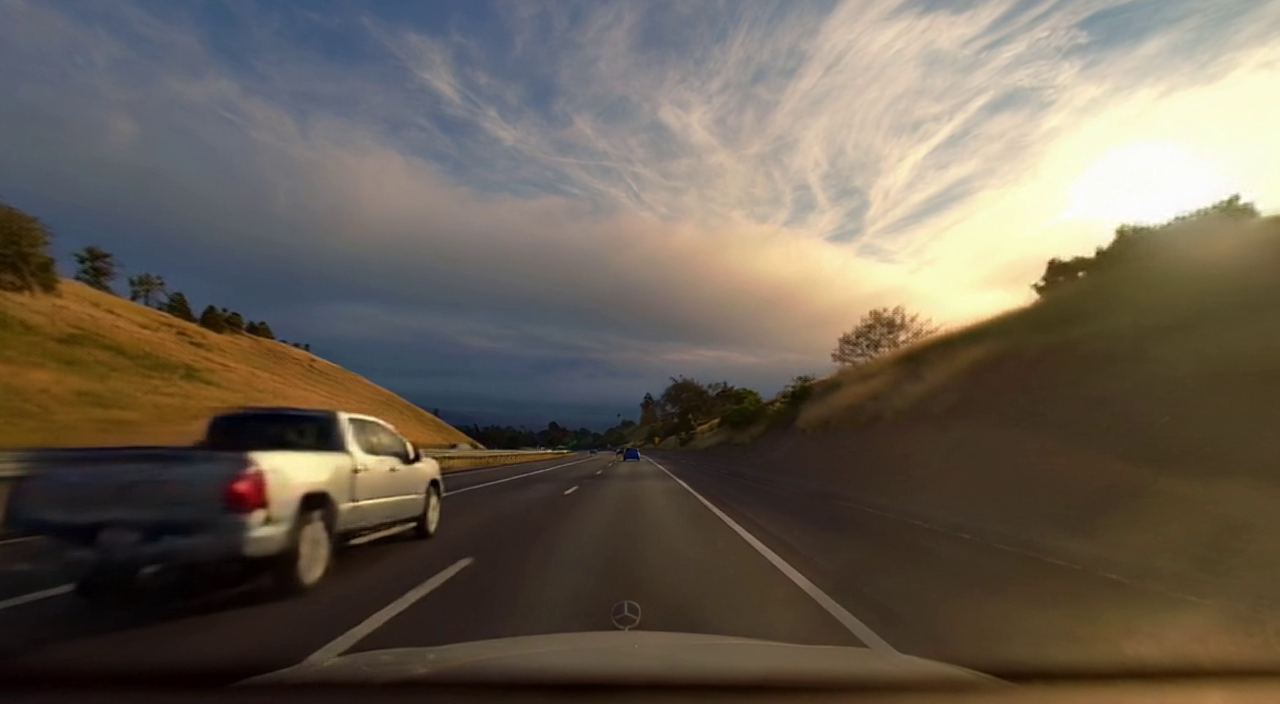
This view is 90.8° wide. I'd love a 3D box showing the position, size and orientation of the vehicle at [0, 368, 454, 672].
[{"bbox_3d":[-3.612,1.382,6.327,1.942,1.828,4.868,0,-9,1],"label":"vehicle"}]
